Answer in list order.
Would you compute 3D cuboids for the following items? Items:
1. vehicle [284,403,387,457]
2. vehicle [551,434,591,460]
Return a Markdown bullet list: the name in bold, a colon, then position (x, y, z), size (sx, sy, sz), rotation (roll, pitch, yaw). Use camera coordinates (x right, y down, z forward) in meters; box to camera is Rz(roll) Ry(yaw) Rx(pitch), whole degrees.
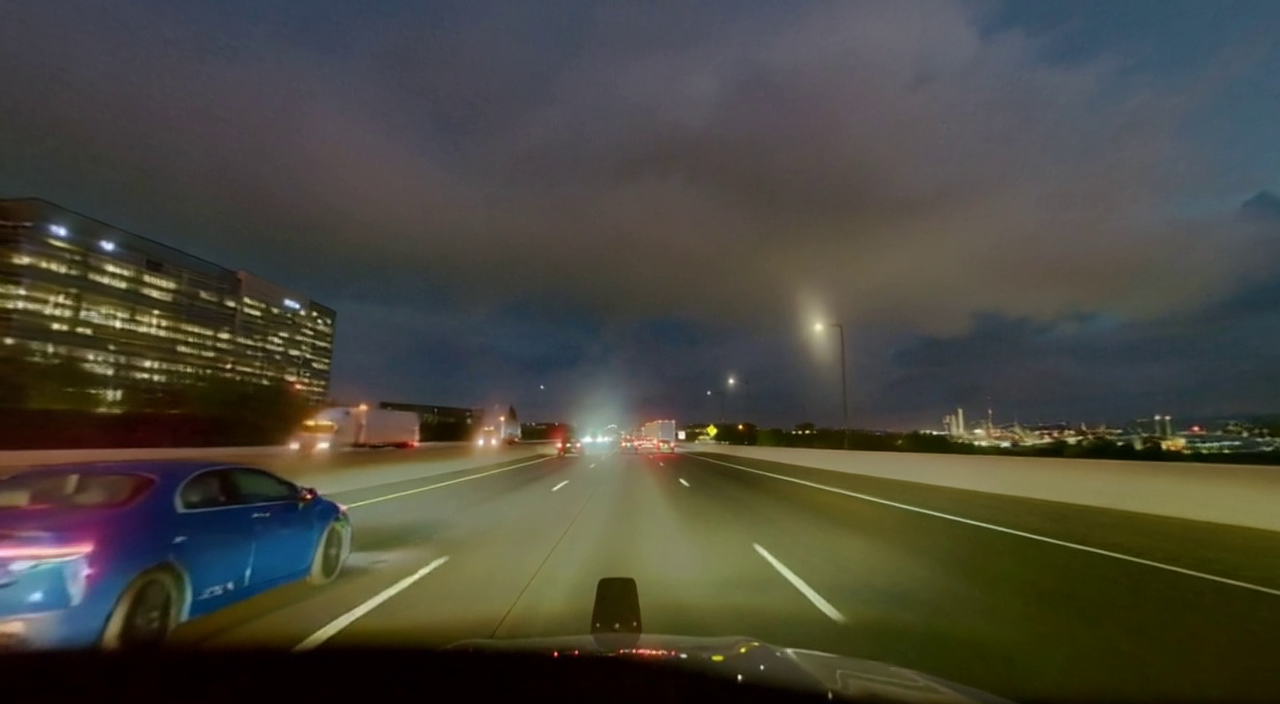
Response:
- **vehicle**: position (-21.280, 5.620, 44.640), size (2.876, 3.453, 9.040), rotation (0, -8, -1)
- **vehicle**: position (-4.508, 6.326, 41.922), size (2.271, 1.626, 4.463), rotation (0, -8, -1)
